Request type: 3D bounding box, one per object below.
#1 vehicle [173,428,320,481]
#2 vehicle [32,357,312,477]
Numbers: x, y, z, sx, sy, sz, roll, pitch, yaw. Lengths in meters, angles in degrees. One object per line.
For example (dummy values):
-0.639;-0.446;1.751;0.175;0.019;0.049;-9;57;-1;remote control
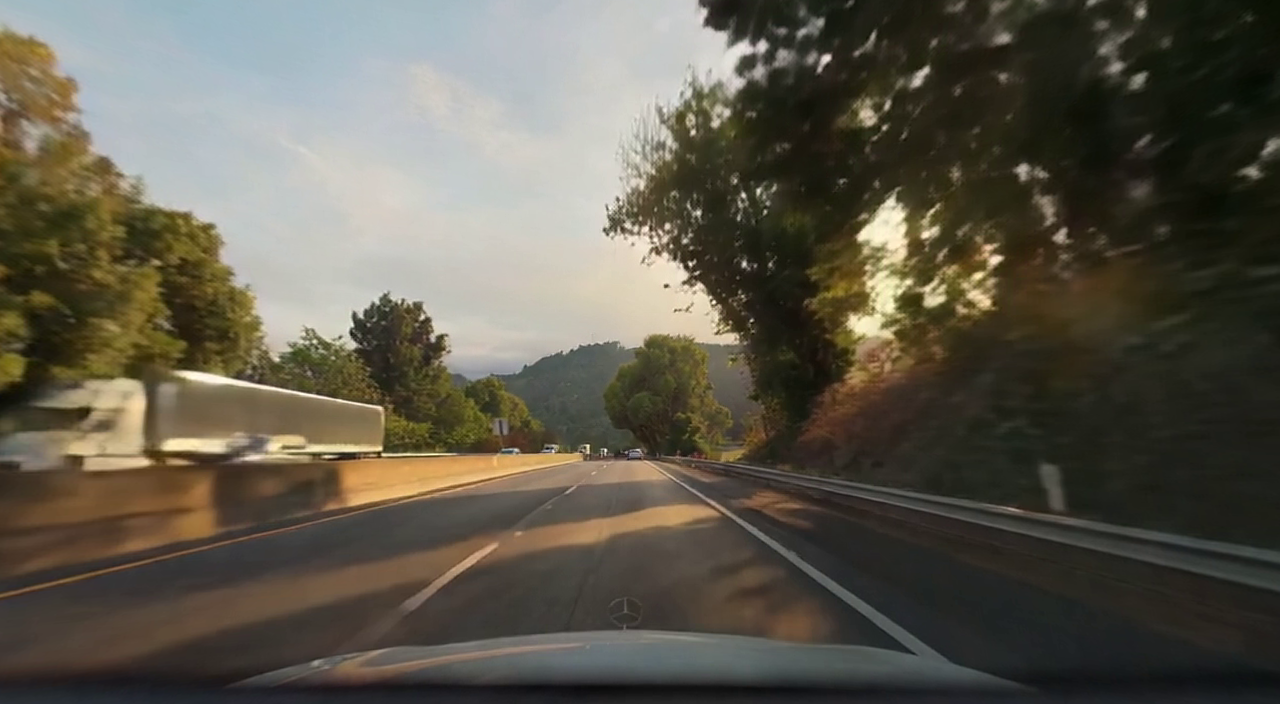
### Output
-12.170;3.231;19.889;1.960;1.471;4.203;0;-9;-1;vehicle
-16.617;2.723;23.971;2.903;3.554;10.284;0;-9;-1;vehicle
